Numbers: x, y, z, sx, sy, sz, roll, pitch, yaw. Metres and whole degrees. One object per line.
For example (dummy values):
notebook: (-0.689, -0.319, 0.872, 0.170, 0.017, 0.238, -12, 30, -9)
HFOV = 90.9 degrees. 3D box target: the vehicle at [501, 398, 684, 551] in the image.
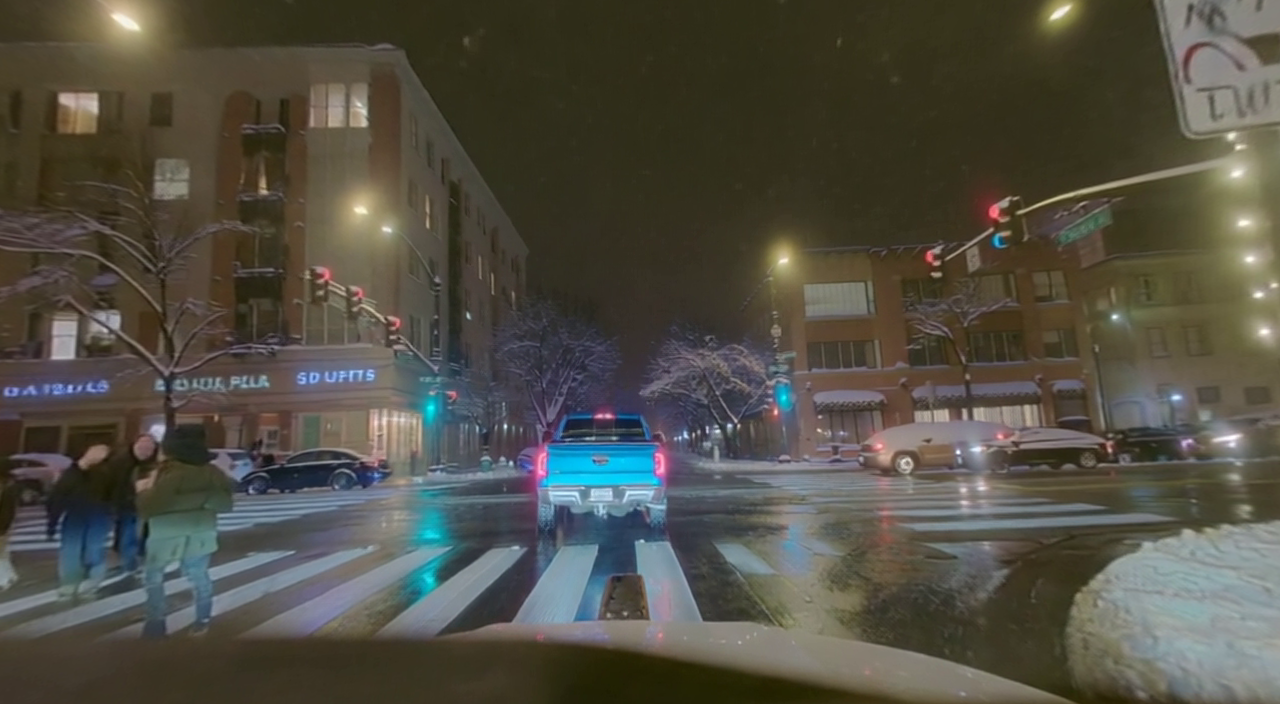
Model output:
vehicle: (-0.990, 2.062, 11.378, 2.477, 2.020, 5.534, 1, -9, -8)

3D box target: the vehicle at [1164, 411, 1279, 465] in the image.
vehicle: (19.276, 2.681, 19.534, 4.390, 1.552, 1.925, 1, -8, -4)

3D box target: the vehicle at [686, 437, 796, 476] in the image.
vehicle: (4.267, 4.506, 27.269, 4.515, 1.583, 1.920, -1, -8, 3)

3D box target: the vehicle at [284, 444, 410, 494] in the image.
vehicle: (-13.289, 5.318, 28.753, 4.799, 1.909, 2.011, -3, -7, 2)

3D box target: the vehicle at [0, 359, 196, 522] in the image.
vehicle: (-22.252, 2.772, 19.880, 13.729, 4.662, 3.300, 0, -8, 0)

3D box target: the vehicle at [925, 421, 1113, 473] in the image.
vehicle: (11.580, 2.928, 19.504, 4.600, 1.506, 1.878, 0, -8, -1)

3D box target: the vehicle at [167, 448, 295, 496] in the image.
vehicle: (-18.625, 5.464, 28.839, 4.398, 2.057, 1.959, 0, -8, -1)
